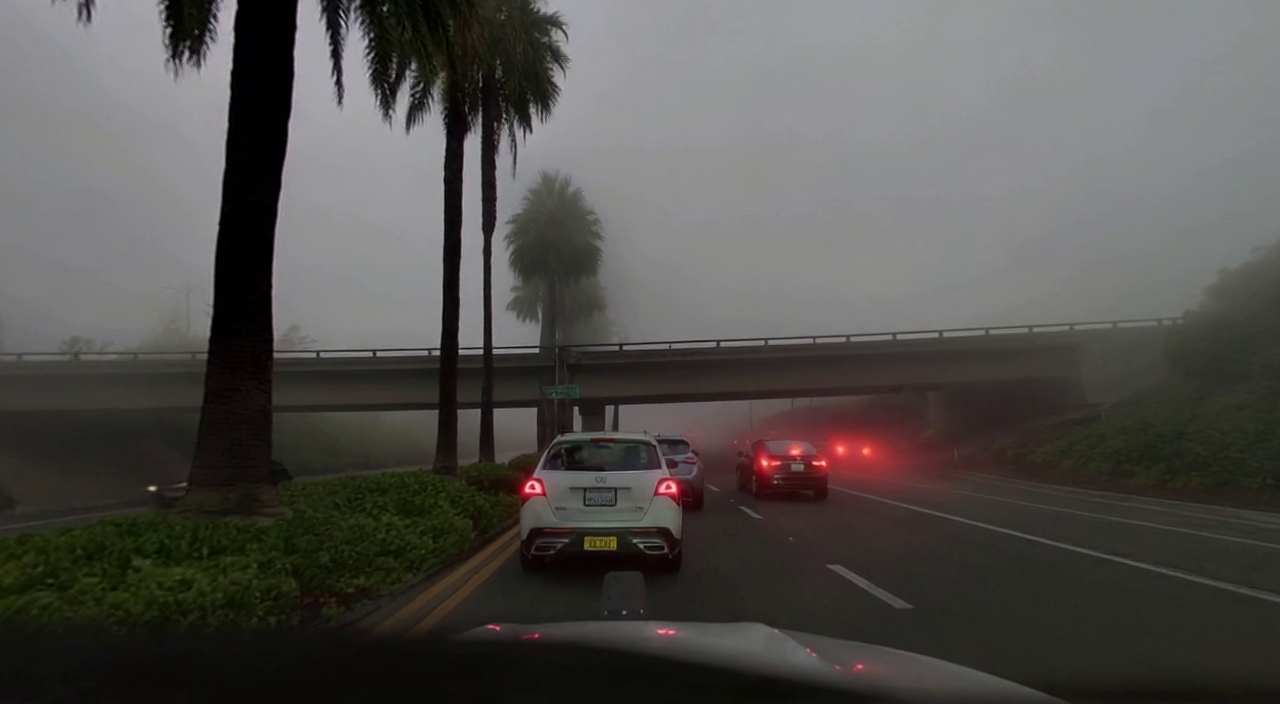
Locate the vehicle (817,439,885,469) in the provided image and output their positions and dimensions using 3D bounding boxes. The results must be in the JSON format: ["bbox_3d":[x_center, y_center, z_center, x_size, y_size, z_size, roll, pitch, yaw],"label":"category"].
[{"bbox_3d":[11.188,5.450,33.677,2.100,1.469,4.772,0,-9,2],"label":"vehicle"}]

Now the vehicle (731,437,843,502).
[{"bbox_3d":[3.838,3.144,17.328,2.034,1.517,4.840,0,-9,2],"label":"vehicle"}]

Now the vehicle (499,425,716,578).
[{"bbox_3d":[-0.260,1.801,8.357,2.172,1.506,4.018,0,-9,2],"label":"vehicle"}]

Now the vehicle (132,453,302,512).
[{"bbox_3d":[-12.288,3.772,18.679,1.933,1.486,4.449,0,-9,0],"label":"vehicle"}]
